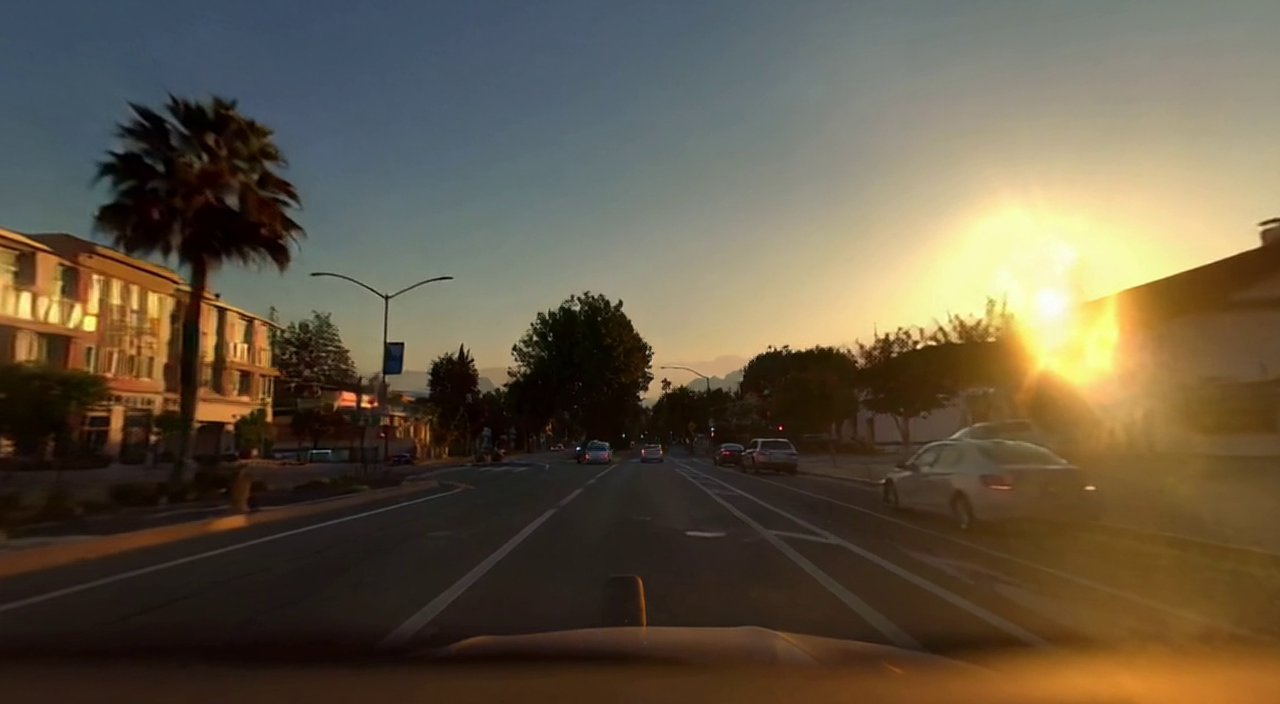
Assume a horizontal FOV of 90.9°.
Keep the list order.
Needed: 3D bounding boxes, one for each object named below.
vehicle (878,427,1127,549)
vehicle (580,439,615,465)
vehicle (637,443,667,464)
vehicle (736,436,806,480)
[{"bbox_3d":[5.824,2.167,10.831,1.955,1.679,3.890,0,-7,0],"label":"vehicle"},{"bbox_3d":[-2.937,7.086,44.852,2.150,1.779,4.423,0,-8,1],"label":"vehicle"},{"bbox_3d":[0.841,7.538,46.880,2.075,1.480,3.920,0,-8,-1],"label":"vehicle"},{"bbox_3d":[5.754,4.673,28.345,2.069,1.776,4.797,0,-8,0],"label":"vehicle"}]
